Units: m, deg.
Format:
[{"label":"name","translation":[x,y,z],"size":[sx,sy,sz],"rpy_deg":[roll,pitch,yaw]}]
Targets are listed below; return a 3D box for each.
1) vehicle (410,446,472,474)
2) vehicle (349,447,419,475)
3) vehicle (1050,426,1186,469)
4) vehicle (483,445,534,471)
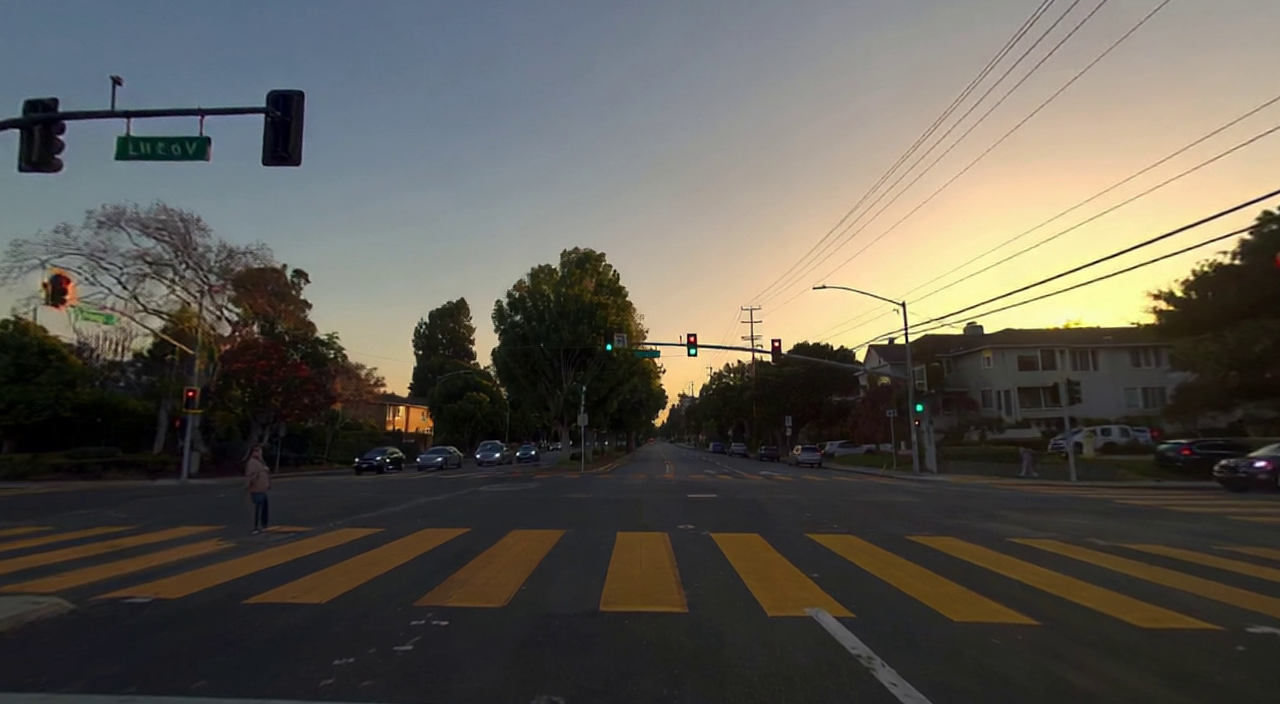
[{"label":"vehicle","translation":[-10.970,5.950,35.068],"size":[2.007,1.451,4.242],"rpy_deg":[0,-8,1]},{"label":"vehicle","translation":[-14.627,6.232,36.330],"size":[2.035,1.470,4.677],"rpy_deg":[0,-8,0]},{"label":"vehicle","translation":[25.281,5.100,33.682],"size":[2.177,2.086,5.514],"rpy_deg":[2,-9,-14]},{"label":"vehicle","translation":[-7.664,6.191,37.132],"size":[1.958,1.415,4.312],"rpy_deg":[0,-8,1]}]
